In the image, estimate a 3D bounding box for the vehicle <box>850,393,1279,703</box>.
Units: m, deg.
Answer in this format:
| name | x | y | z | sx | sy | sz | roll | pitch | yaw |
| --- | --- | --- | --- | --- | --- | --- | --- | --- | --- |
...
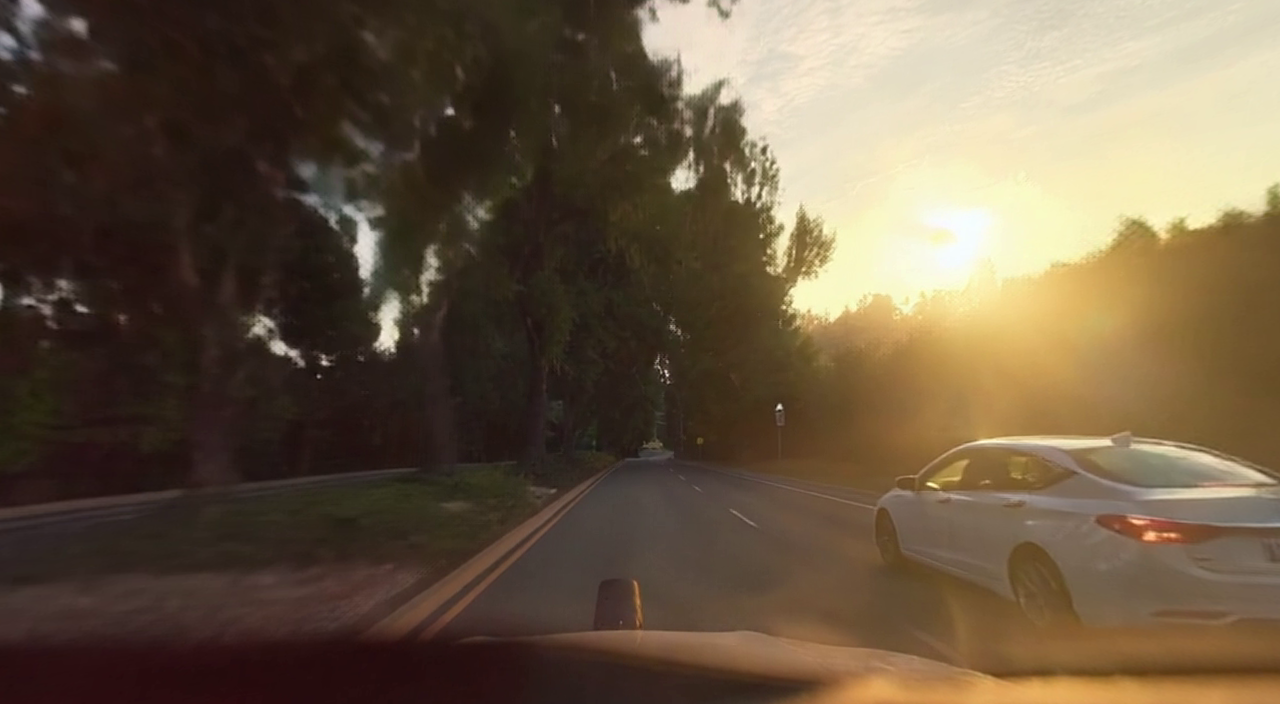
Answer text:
| name | x | y | z | sx | sy | sz | roll | pitch | yaw |
| --- | --- | --- | --- | --- | --- | --- | --- | --- | --- |
| vehicle | 3.577 | 1.326 | 5.275 | 2.060 | 1.584 | 4.592 | 0 | -9 | 0 |
